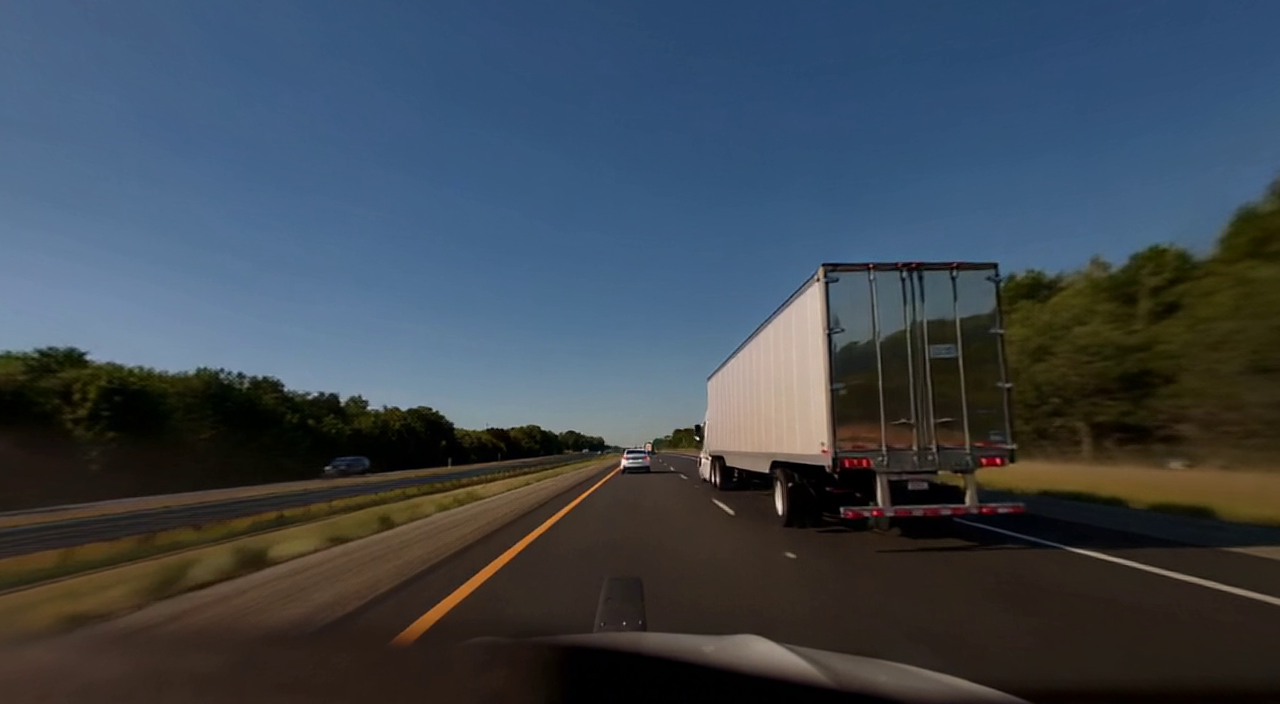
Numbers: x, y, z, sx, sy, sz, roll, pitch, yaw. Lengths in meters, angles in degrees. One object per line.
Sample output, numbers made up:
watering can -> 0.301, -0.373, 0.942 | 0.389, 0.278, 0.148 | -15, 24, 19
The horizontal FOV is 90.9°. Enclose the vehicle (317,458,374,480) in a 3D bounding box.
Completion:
vehicle -> -21.486, 8.514, 46.211 | 1.835, 1.429, 4.711 | -1, -9, 1

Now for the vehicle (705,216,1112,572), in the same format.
vehicle -> 3.857, 1.591, 15.254 | 2.929, 4.158, 15.921 | 0, -9, 0

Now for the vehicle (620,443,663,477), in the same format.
vehicle -> 0.102, 5.306, 31.180 | 1.968, 1.515, 4.025 | 0, -9, 1
